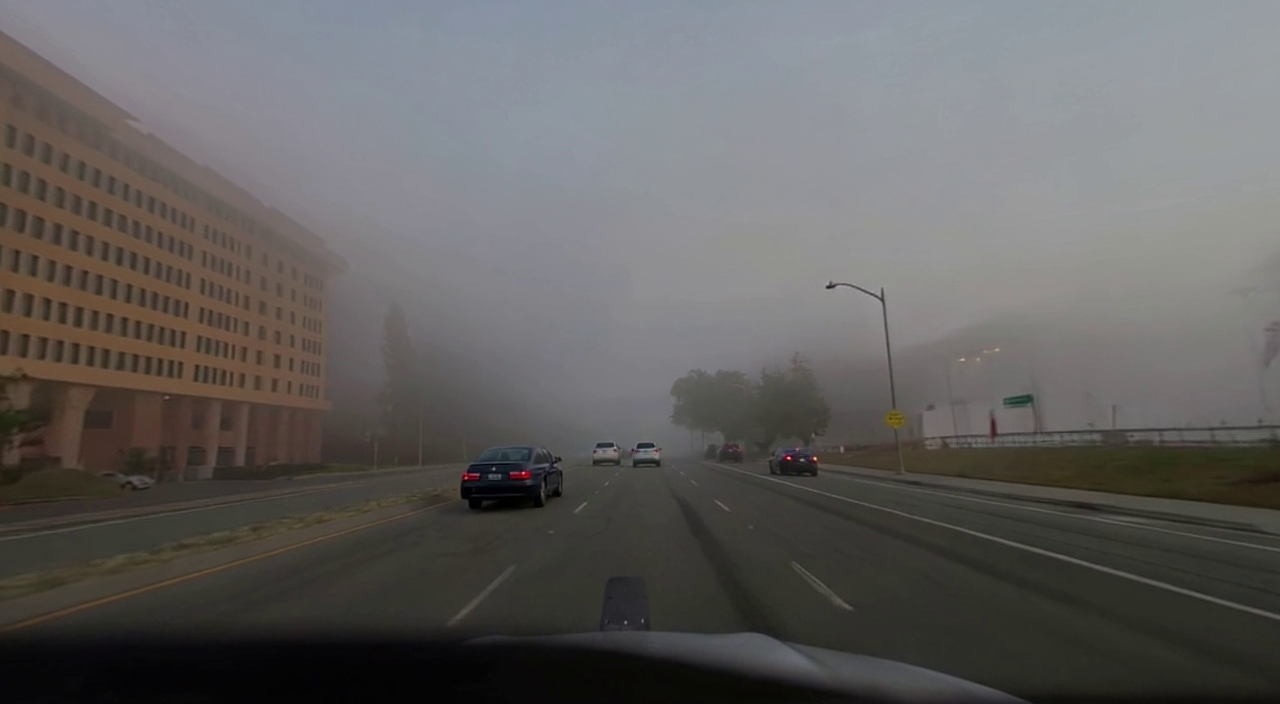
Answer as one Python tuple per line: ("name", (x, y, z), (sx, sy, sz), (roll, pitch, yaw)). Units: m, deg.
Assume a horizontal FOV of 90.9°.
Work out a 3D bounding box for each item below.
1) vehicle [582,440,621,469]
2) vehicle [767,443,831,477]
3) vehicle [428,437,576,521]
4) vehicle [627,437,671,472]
("vehicle", (-2.436, 6.668, 41.223), (2.117, 1.799, 4.442), (-1, -8, 2))
("vehicle", (7.286, 4.961, 29.329), (1.884, 1.458, 4.245), (0, -8, 0))
("vehicle", (-2.729, 2.631, 13.649), (2.095, 1.486, 4.411), (-1, -8, 2))
("vehicle", (0.488, 5.743, 35.434), (2.304, 1.795, 4.526), (-1, -8, 1))
